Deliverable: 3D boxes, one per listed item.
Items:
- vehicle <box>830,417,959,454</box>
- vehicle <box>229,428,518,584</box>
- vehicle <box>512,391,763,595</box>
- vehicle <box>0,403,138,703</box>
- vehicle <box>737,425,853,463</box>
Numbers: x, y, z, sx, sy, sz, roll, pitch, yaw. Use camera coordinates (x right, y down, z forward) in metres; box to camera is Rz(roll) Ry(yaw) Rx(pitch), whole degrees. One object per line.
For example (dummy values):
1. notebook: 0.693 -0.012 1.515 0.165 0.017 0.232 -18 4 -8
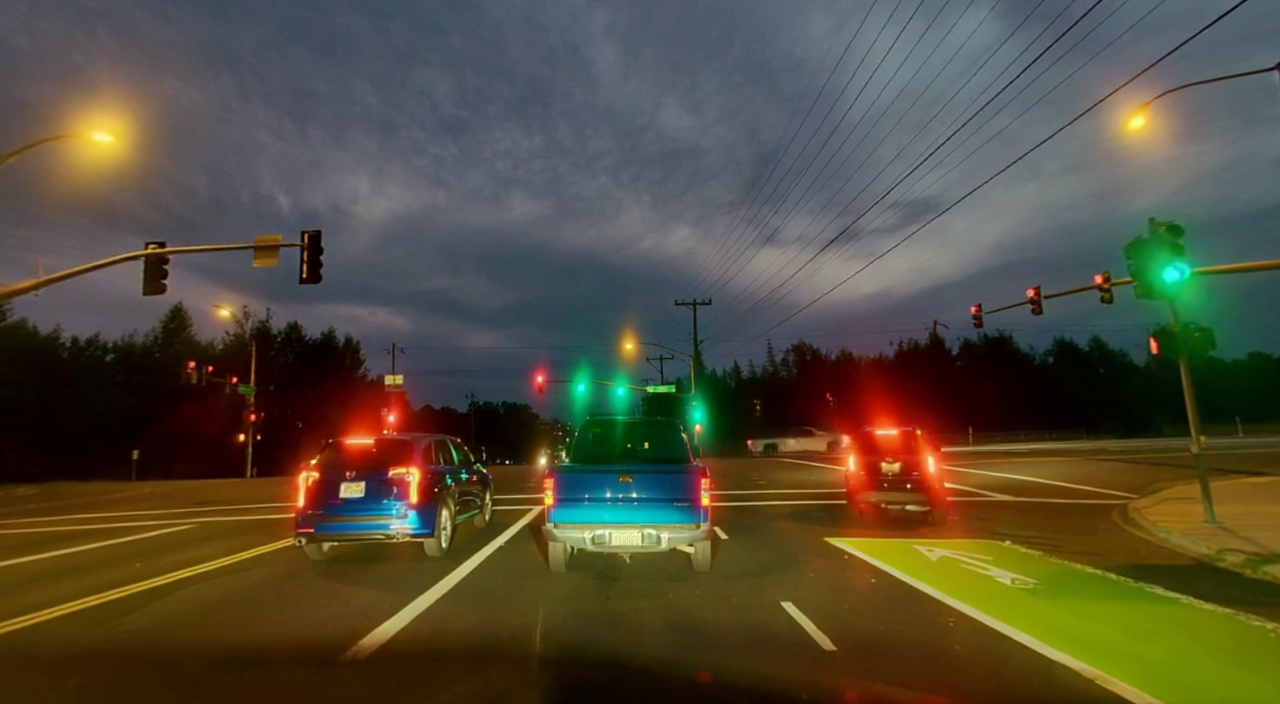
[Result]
1. vehicle: 13.874 4.601 34.829 6.143 1.944 2.229 -1 -8 5
2. vehicle: -2.933 1.762 7.995 1.969 1.486 3.702 0 -8 1
3. vehicle: -0.052 1.524 7.614 2.182 1.773 4.041 0 -8 -1
4. vehicle: -3.353 0.660 0.443 1.928 1.488 4.936 0 -8 0
5. vehicle: 7.380 4.387 30.123 4.977 1.648 2.088 -4 -9 25
